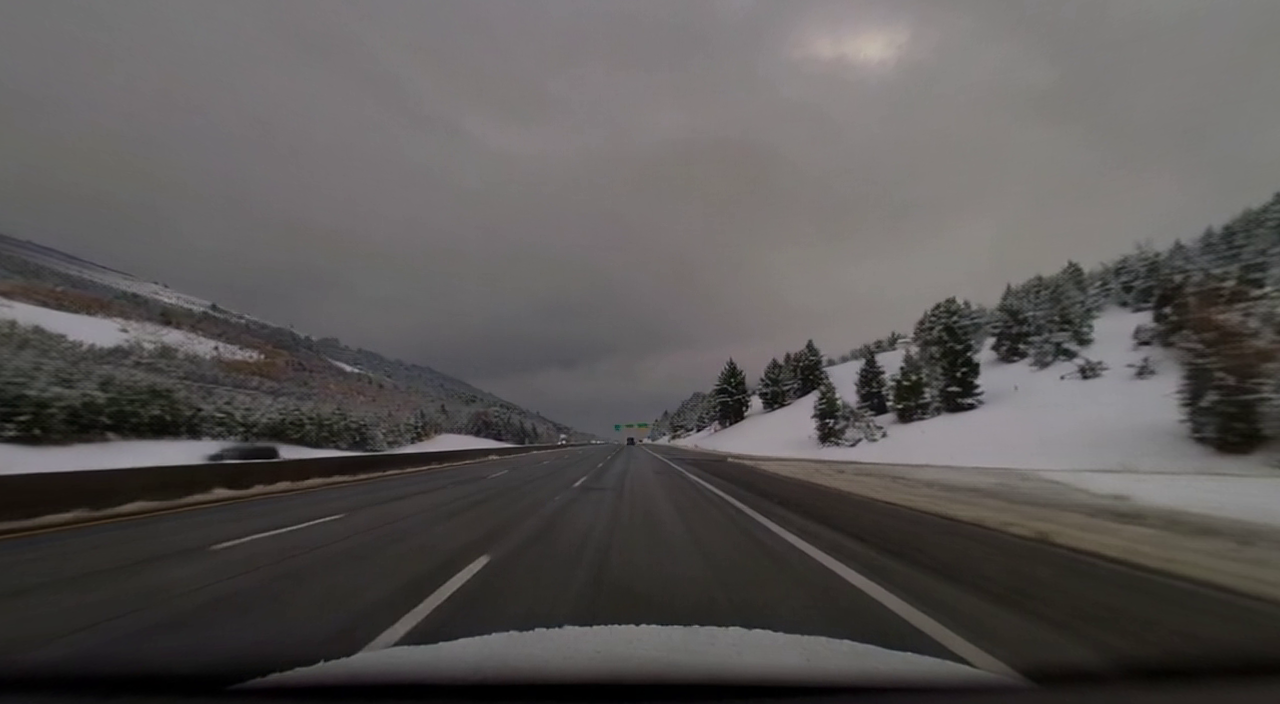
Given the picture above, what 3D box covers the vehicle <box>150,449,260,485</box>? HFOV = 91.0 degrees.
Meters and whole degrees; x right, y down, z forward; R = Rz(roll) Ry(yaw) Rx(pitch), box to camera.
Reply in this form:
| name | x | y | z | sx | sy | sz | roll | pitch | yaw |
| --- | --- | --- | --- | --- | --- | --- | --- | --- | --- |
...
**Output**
| name | x | y | z | sx | sy | sz | roll | pitch | yaw |
| --- | --- | --- | --- | --- | --- | --- | --- | --- | --- |
| vehicle | -19.850 | 5.219 | 28.993 | 1.774 | 1.414 | 4.652 | 0 | -8 | -1 |
